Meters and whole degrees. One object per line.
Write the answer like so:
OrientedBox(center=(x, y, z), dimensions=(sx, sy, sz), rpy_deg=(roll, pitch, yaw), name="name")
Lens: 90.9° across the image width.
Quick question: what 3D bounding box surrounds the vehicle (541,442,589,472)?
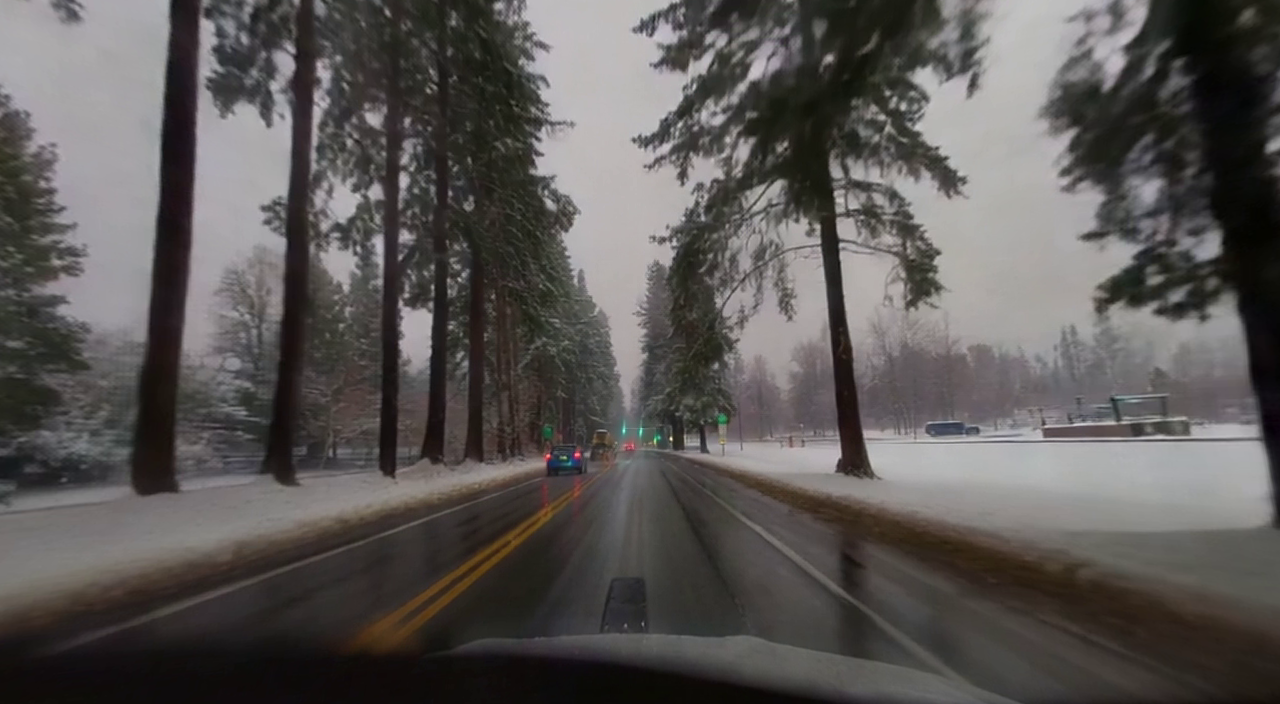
OrientedBox(center=(-3.978, 5.636, 34.112), dimensions=(2.005, 1.462, 4.345), rpy_deg=(0, -8, 1), name="vehicle")
